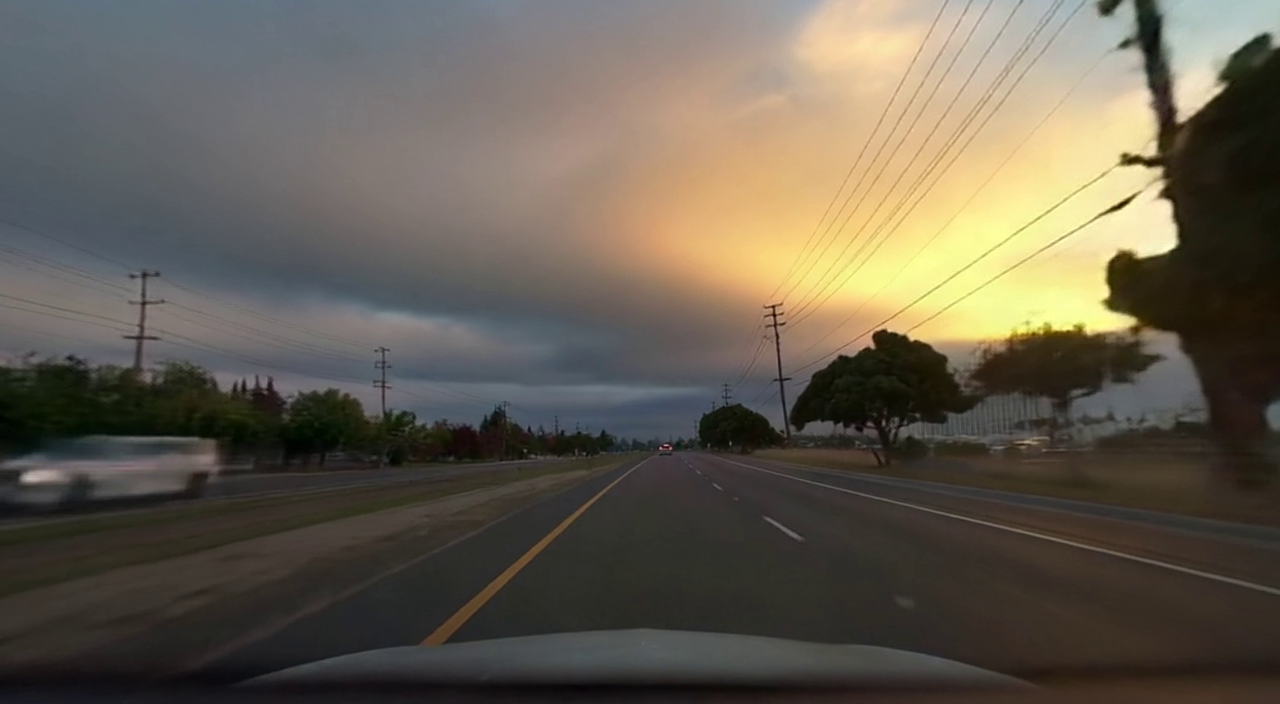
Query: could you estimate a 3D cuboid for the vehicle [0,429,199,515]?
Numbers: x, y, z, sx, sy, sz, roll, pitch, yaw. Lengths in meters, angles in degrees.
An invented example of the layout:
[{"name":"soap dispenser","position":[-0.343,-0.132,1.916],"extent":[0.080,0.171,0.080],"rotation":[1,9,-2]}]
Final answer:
[{"name":"vehicle","position":[-16.563,3.449,18.692],"extent":[2.429,2.067,6.210],"rotation":[-1,-9,1]}]
